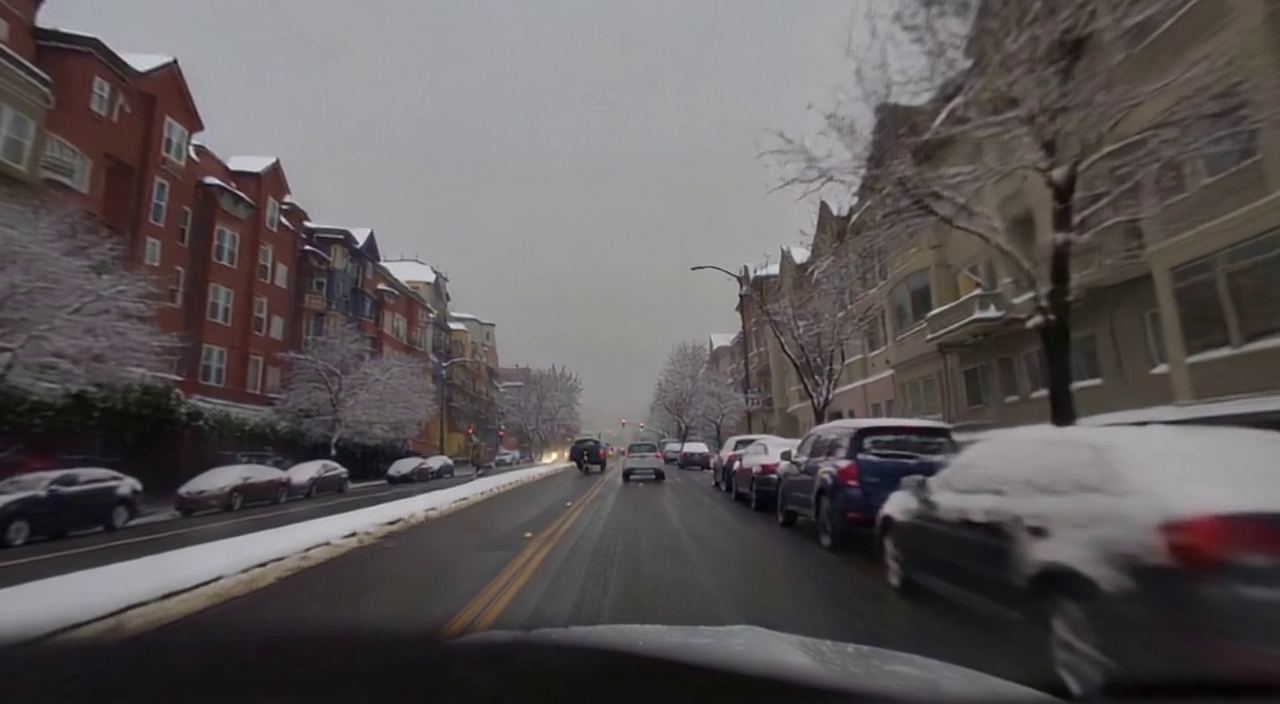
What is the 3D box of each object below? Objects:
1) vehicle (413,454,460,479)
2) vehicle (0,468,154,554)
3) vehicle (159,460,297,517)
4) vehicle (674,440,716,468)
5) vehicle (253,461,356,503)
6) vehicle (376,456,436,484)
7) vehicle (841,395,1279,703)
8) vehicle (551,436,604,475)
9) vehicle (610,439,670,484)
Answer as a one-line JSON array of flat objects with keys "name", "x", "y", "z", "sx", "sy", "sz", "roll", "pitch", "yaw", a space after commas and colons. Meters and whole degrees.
[{"name": "vehicle", "x": -13.682, "y": 7.700, "z": 42.677, "sx": 1.839, "sy": 1.594, "sz": 4.055, "roll": 0, "pitch": -9, "yaw": -1}, {"name": "vehicle", "x": -13.752, "y": 3.526, "z": 14.485, "sx": 1.805, "sy": 1.580, "sz": 4.477, "roll": 0, "pitch": -9, "yaw": -3}, {"name": "vehicle", "x": -13.853, "y": 4.575, "z": 21.606, "sx": 1.887, "sy": 1.619, "sz": 4.208, "roll": 0, "pitch": -9, "yaw": -1}, {"name": "vehicle", "x": 3.186, "y": 6.035, "z": 37.455, "sx": 2.077, "sy": 1.532, "sz": 4.694, "roll": 0, "pitch": -9, "yaw": 0}, {"name": "vehicle", "x": -13.697, "y": 5.303, "z": 26.117, "sx": 1.837, "sy": 1.470, "sz": 4.263, "roll": -1, "pitch": -9, "yaw": 1}, {"name": "vehicle", "x": -13.714, "y": 6.943, "z": 37.327, "sx": 1.907, "sy": 1.480, "sz": 4.498, "roll": 0, "pitch": -9, "yaw": -1}, {"name": "vehicle", "x": 3.005, "y": 1.209, "z": 4.156, "sx": 1.874, "sy": 1.468, "sz": 4.550, "roll": 0, "pitch": -9, "yaw": 0}, {"name": "vehicle", "x": -2.971, "y": 5.032, "z": 30.810, "sx": 2.065, "sy": 1.705, "sz": 4.353, "roll": -1, "pitch": -9, "yaw": 1}, {"name": "vehicle", "x": -0.001, "y": 4.031, "z": 23.441, "sx": 2.026, "sy": 1.496, "sz": 3.701, "roll": 0, "pitch": -9, "yaw": 0}]
